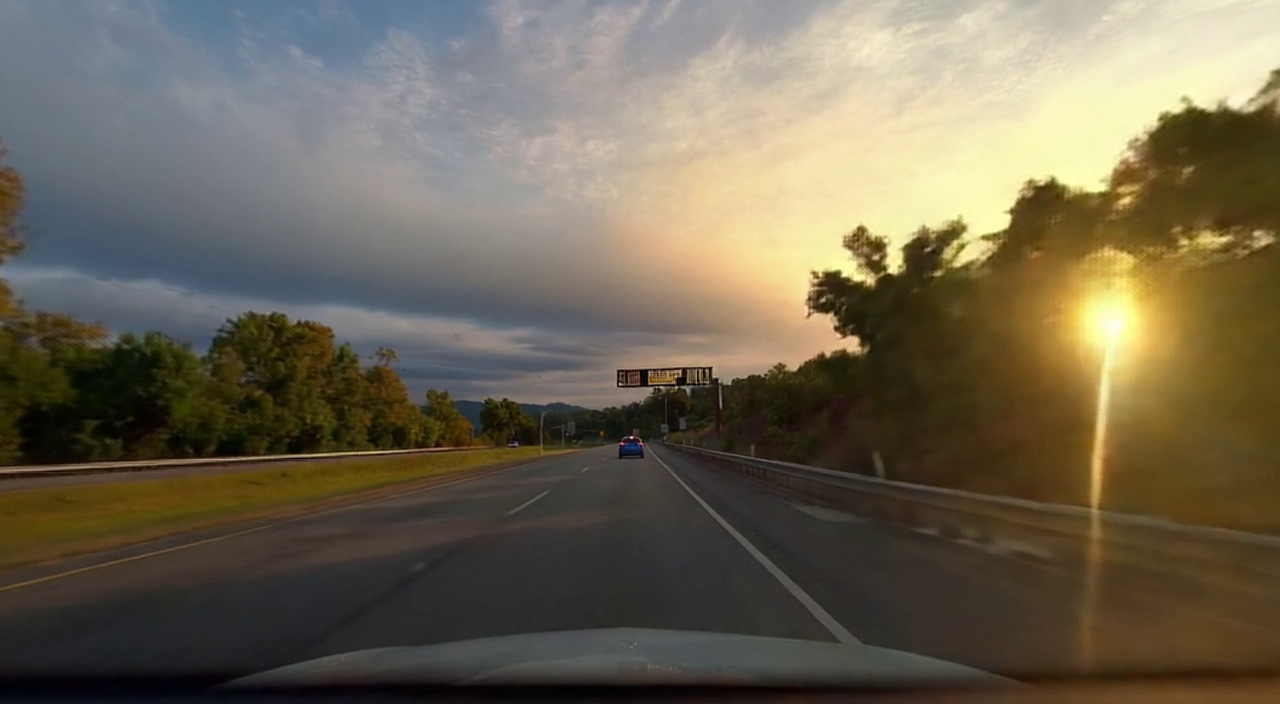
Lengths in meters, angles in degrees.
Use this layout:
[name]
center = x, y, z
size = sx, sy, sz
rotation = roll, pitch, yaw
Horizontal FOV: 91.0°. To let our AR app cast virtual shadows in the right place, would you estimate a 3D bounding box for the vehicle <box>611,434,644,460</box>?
[vehicle]
center = -0.846, 6.612, 44.033
size = 2.180, 1.717, 4.139
rotation = 0, -8, -1
